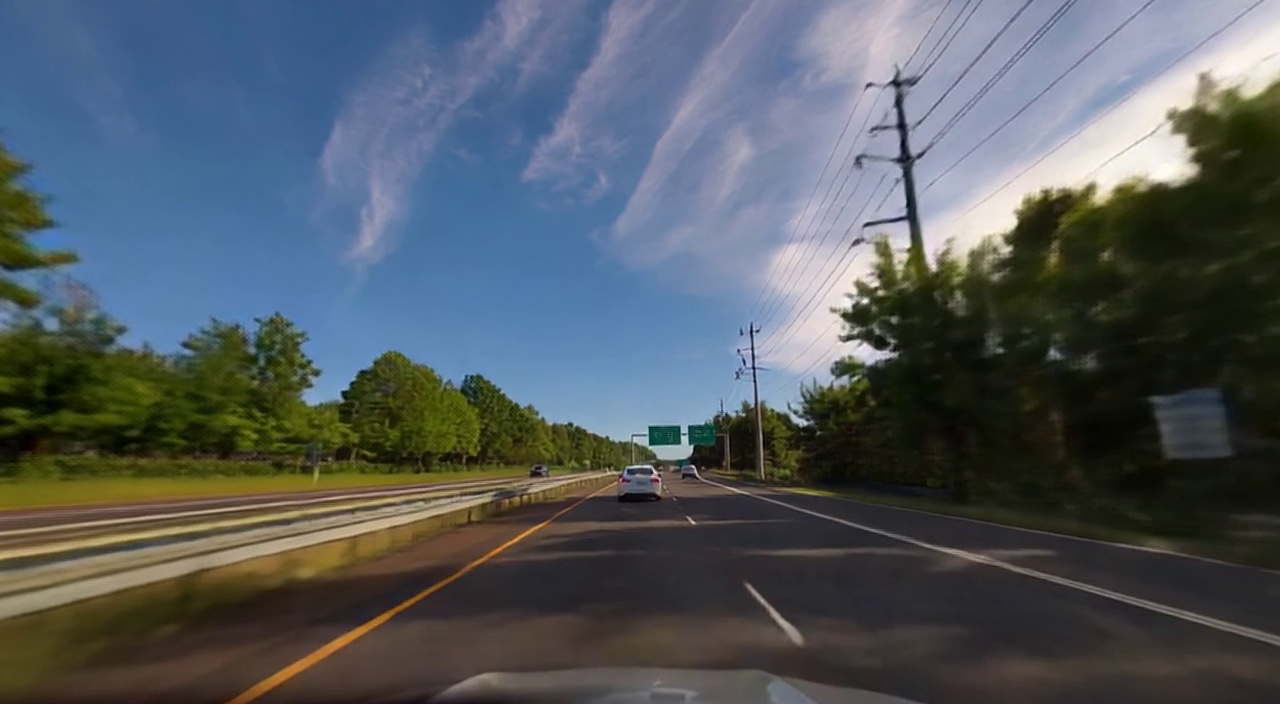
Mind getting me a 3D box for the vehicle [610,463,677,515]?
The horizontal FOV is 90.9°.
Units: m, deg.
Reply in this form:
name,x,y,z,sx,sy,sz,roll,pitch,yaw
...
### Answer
name,x,y,z,sx,sy,sz,roll,pitch,yaw
vehicle,0.122,4.455,20.772,1.987,1.480,3.786,1,-10,0
